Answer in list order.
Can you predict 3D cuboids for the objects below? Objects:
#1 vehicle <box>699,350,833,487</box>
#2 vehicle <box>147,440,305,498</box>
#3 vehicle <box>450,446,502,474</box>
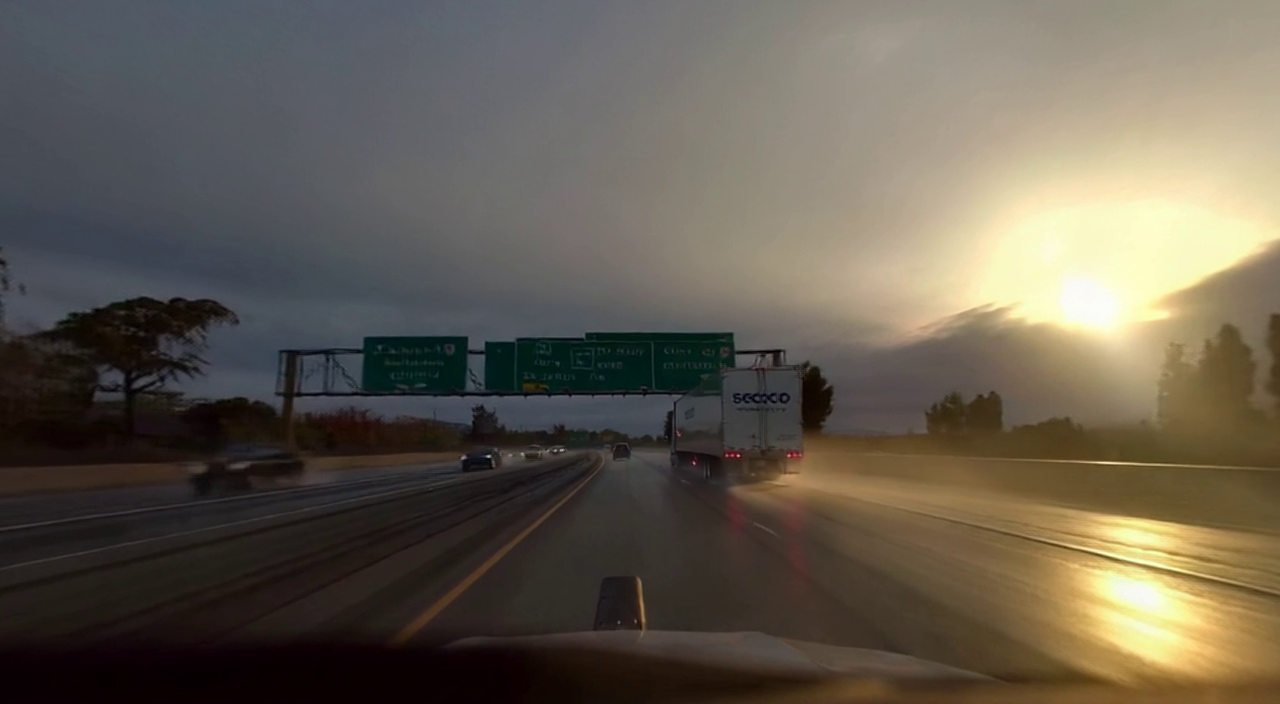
[{"bbox_3d":[3.997,2.517,22.270,2.892,3.928,8.380,0,-9,-1],"label":"vehicle"},{"bbox_3d":[-13.314,3.764,20.618,1.981,1.654,4.727,0,-9,0],"label":"vehicle"},{"bbox_3d":[-9.512,6.273,36.620,1.956,1.538,4.361,0,-9,-1],"label":"vehicle"}]
